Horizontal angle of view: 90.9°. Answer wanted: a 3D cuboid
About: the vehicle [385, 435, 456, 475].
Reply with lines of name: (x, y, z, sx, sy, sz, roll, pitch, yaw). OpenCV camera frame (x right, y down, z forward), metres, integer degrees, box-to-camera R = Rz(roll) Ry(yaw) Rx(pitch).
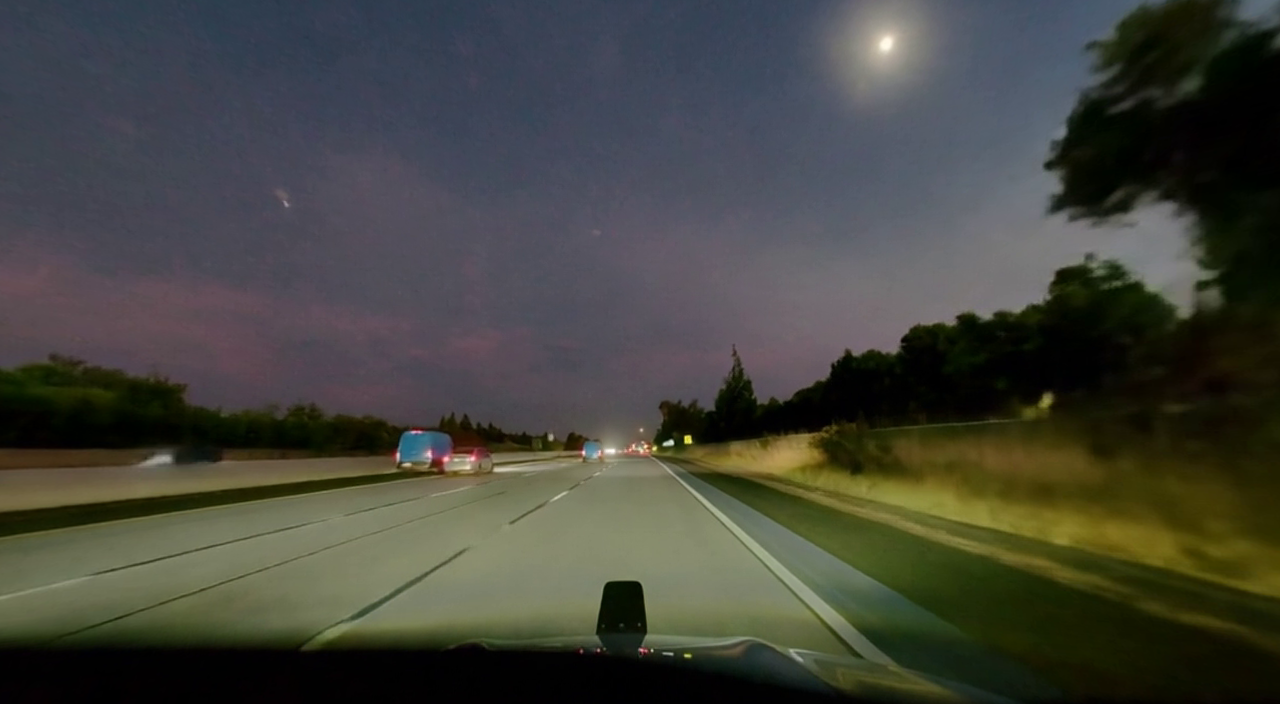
vehicle: (-11.016, 5.202, 32.067, 1.977, 1.870, 4.525, 0, -8, 0)

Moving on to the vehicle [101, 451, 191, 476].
vehicle: (-31.687, 7.123, 40.643, 2.068, 1.476, 4.548, 0, -8, 0)

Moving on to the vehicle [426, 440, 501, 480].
vehicle: (-7.544, 4.637, 27.320, 2.014, 1.598, 4.015, 0, -8, 1)
